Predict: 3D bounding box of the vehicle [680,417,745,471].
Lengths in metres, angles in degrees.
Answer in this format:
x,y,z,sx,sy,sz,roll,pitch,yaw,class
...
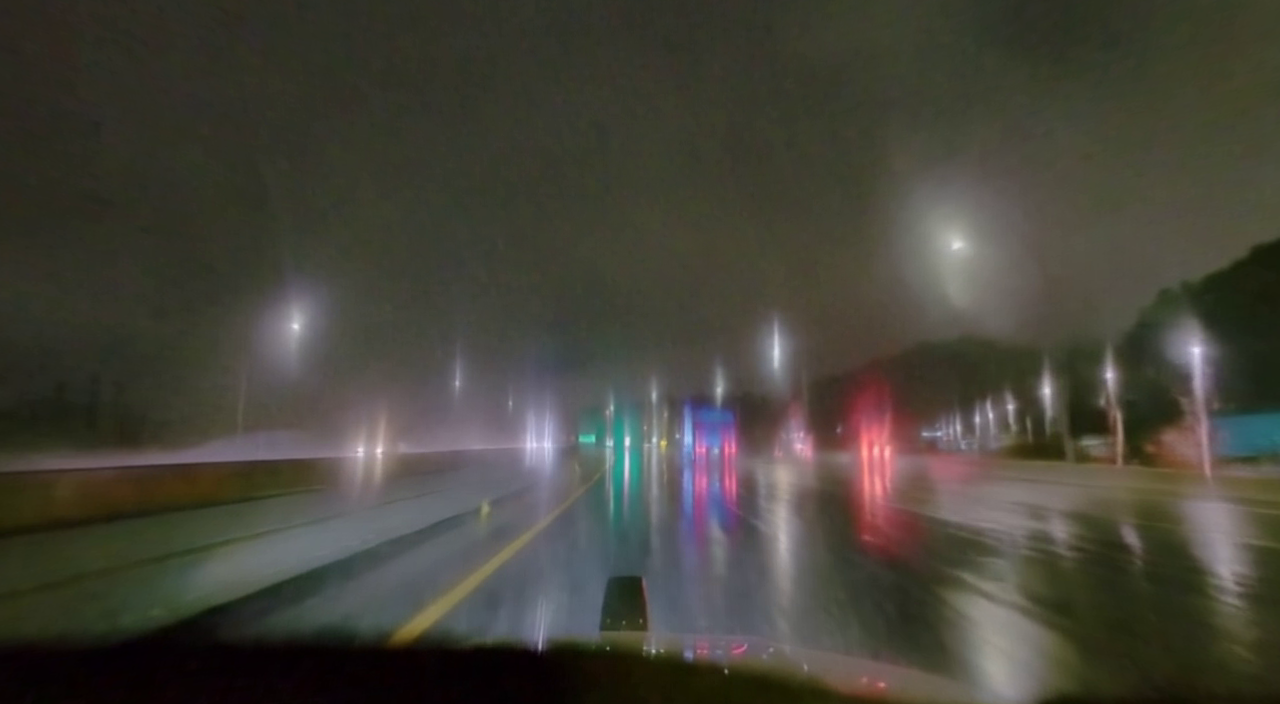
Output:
x,y,z,sx,sy,sz,roll,pitch,yaw,class
3.582,4.764,32.505,2.430,2.495,6.062,0,-8,-1,vehicle
